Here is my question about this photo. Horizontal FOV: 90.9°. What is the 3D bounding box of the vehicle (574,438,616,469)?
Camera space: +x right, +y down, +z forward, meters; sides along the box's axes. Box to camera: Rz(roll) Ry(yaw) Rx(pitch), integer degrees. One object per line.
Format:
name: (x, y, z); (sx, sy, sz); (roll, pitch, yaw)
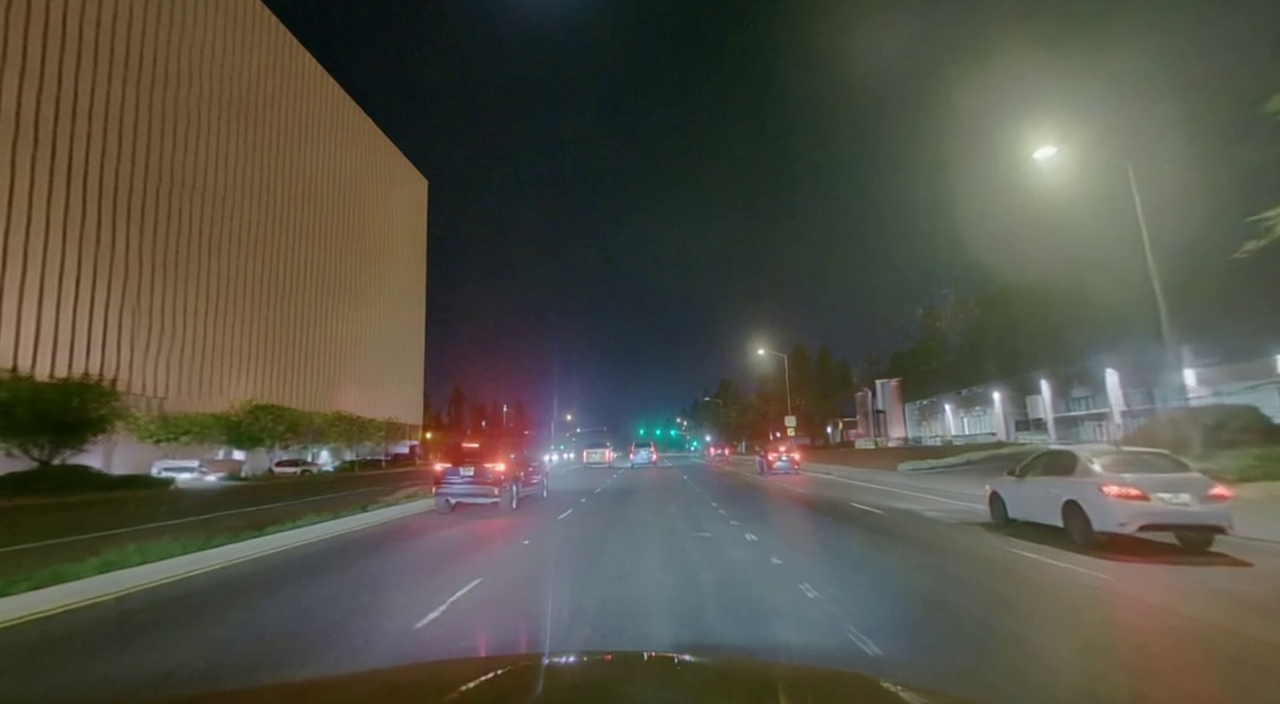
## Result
vehicle: (-2.747, 6.294, 39.449); (2.117, 1.799, 4.442); (-1, -8, 2)

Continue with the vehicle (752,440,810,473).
vehicle: (6.748, 5.031, 30.573); (1.884, 1.458, 4.245); (-1, -8, 1)

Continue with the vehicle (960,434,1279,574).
vehicle: (6.735, 1.948, 9.038); (1.865, 1.458, 4.605); (0, -8, 0)

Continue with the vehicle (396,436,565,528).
vehicle: (-2.875, 2.453, 12.547); (2.095, 1.486, 4.411); (-1, -8, 2)

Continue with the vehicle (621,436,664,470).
vehicle: (0.188, 5.733, 35.890); (2.304, 1.795, 4.526); (-1, -8, 1)
